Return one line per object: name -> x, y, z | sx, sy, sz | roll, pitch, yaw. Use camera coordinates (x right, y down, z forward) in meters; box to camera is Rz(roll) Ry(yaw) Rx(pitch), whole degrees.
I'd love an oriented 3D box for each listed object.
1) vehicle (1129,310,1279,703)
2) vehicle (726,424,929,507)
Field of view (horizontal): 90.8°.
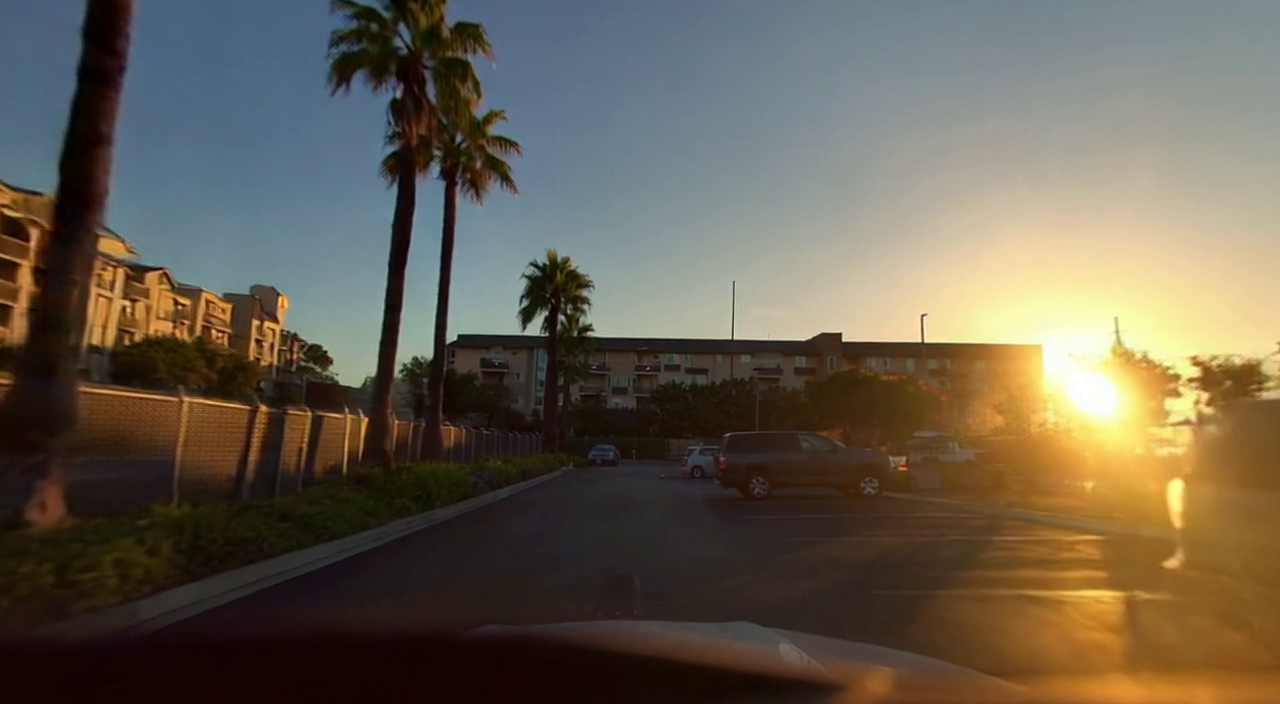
vehicle -> 5.351, 0.803, 2.745 | 4.691, 1.877, 1.959 | 2, -9, 4
vehicle -> 4.660, 2.892, 16.205 | 4.609, 1.734, 1.909 | 3, -9, 0
